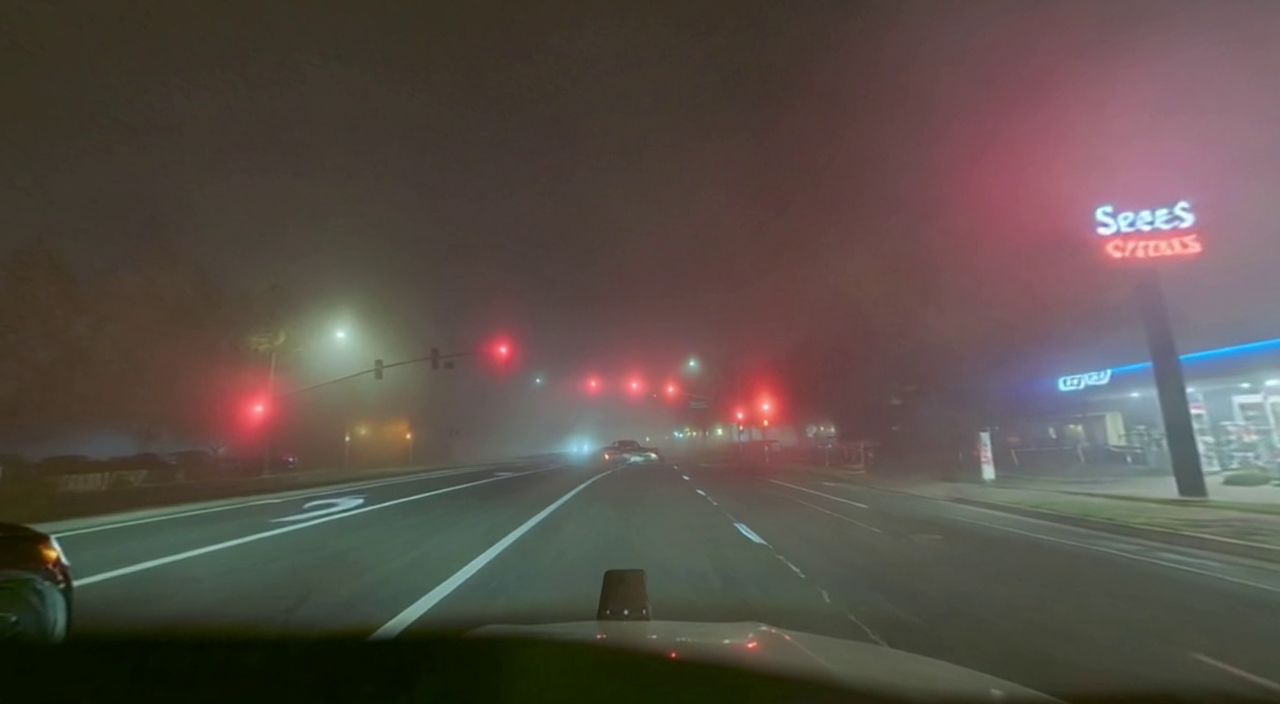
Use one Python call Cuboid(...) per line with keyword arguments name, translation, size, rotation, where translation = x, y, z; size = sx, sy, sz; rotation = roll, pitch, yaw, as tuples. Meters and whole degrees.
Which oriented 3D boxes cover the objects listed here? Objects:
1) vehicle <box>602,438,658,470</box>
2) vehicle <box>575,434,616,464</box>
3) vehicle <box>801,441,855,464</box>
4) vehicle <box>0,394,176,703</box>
Cuboid(name="vehicle", translation=(-0.403, 5.058, 31.359), size=(2.082, 1.460, 4.442), rotation=(-2, -8, 9))
Cuboid(name="vehicle", translation=(-2.806, 6.226, 40.690), size=(2.160, 1.803, 4.419), rotation=(-1, -8, 2))
Cuboid(name="vehicle", translation=(12.686, 6.695, 42.315), size=(1.810, 1.463, 4.245), rotation=(-8, -11, 41))
Cuboid(name="vehicle", translation=(-3.457, 0.707, 1.022), size=(2.018, 1.470, 4.346), rotation=(0, -8, 1))
